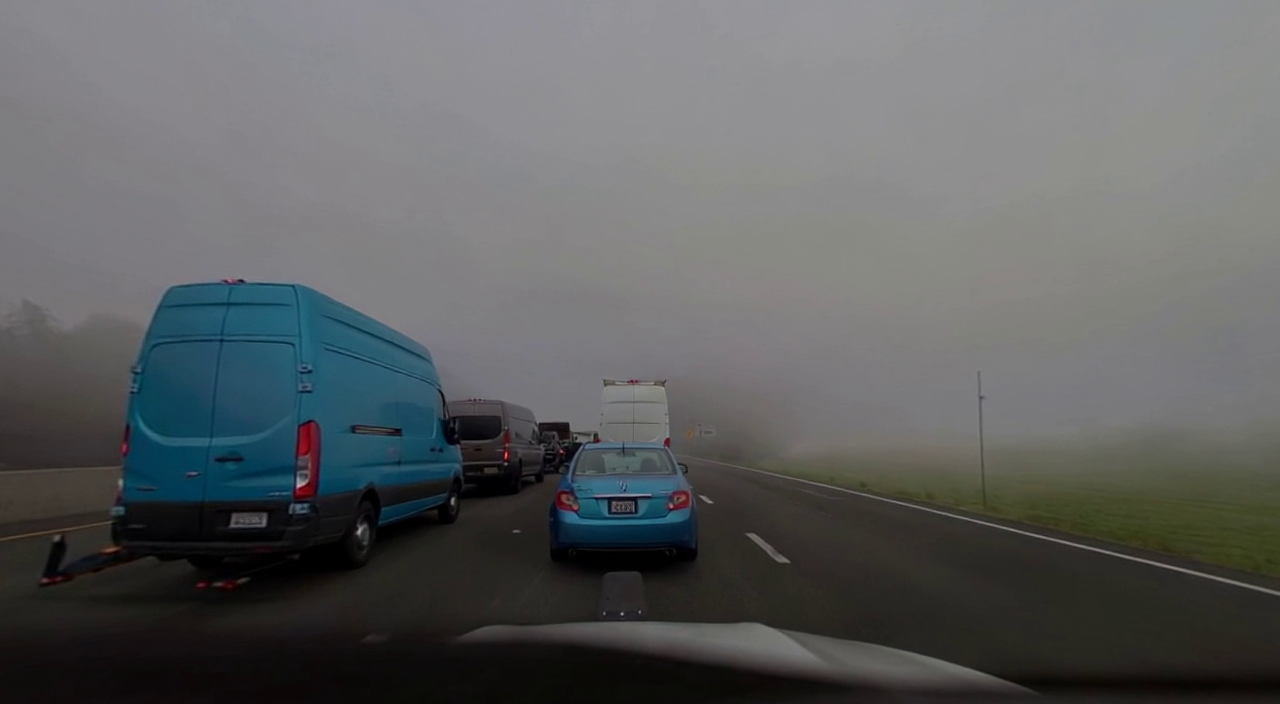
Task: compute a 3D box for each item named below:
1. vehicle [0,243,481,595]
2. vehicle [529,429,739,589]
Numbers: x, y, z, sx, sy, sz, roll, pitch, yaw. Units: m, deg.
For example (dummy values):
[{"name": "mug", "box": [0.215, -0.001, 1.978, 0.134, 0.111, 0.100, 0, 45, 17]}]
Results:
[{"name": "vehicle", "box": [-4.052, 0.995, 8.496, 2.254, 2.879, 6.656, 0, -9, -2]}, {"name": "vehicle", "box": [-0.080, 1.761, 7.788, 1.995, 1.495, 3.380, 0, -9, -1]}]
